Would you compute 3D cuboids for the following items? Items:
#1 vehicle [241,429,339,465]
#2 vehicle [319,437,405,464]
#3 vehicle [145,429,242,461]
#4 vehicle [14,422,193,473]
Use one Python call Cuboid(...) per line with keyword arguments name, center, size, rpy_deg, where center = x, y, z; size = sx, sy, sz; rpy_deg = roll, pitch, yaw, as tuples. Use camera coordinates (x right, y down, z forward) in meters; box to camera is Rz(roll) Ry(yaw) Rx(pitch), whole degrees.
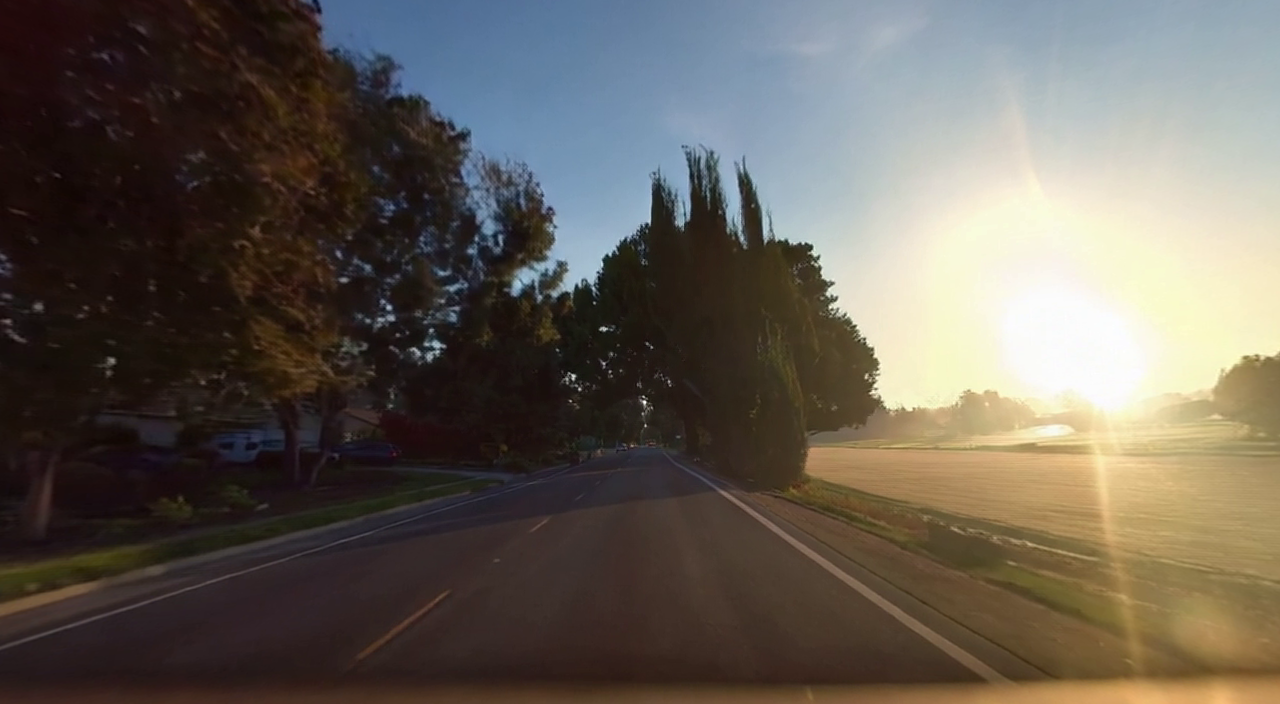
Cuboid(name="vehicle", center=(-20.062, 5.431, 36.246), size=(4.511, 1.876, 2.044), rpy_deg=(0, -8, 10))
Cuboid(name="vehicle", center=(-18.674, 6.633, 42.542), size=(5.008, 1.619, 2.102), rpy_deg=(1, -8, -15))
Cuboid(name="vehicle", center=(-25.993, 5.424, 36.772), size=(4.237, 1.701, 1.881), rpy_deg=(-2, -9, 1))
Cuboid(name="vehicle", center=(-20.230, 3.618, 23.989), size=(4.640, 1.765, 2.242), rpy_deg=(0, -9, -4))
